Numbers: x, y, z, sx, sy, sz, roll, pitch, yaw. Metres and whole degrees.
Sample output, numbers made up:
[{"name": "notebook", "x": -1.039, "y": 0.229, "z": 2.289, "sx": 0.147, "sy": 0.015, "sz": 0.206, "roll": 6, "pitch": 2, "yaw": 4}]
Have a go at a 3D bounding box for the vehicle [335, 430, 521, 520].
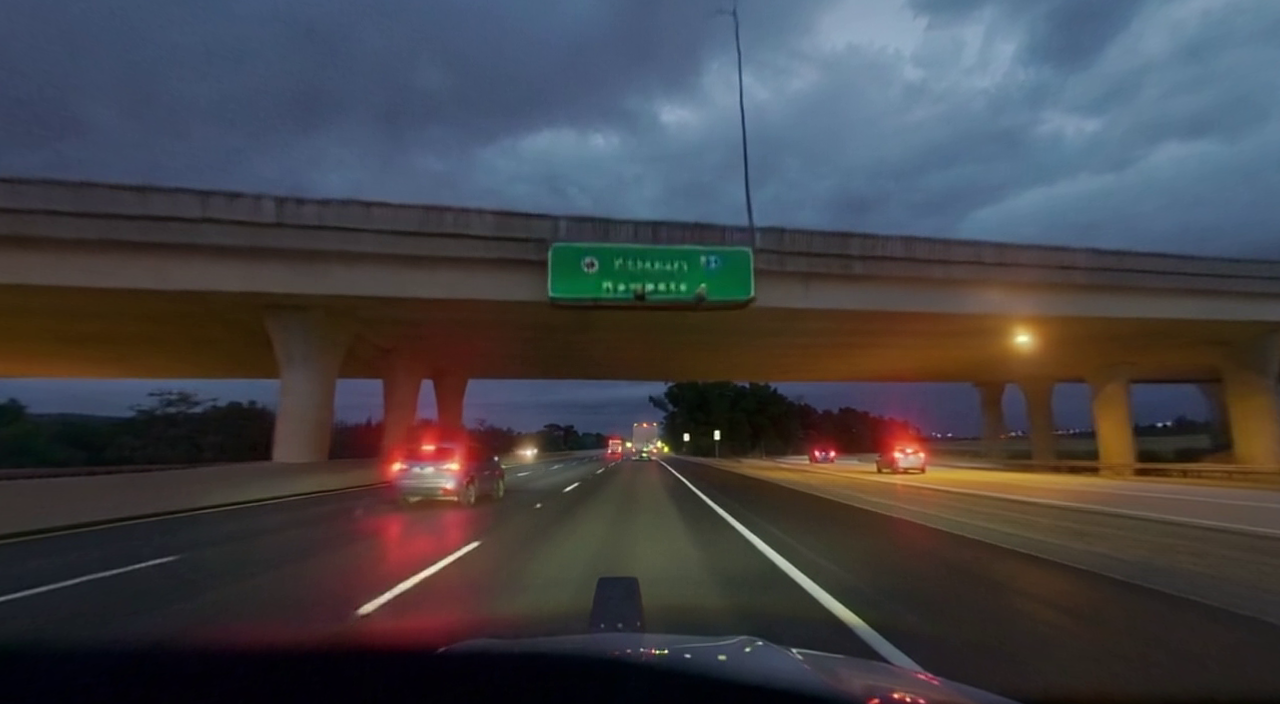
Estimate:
[{"name": "vehicle", "x": -4.257, "y": 2.587, "z": 13.787, "sx": 2.235, "sy": 1.593, "sz": 5.077, "roll": 0, "pitch": -9, "yaw": 1}]
